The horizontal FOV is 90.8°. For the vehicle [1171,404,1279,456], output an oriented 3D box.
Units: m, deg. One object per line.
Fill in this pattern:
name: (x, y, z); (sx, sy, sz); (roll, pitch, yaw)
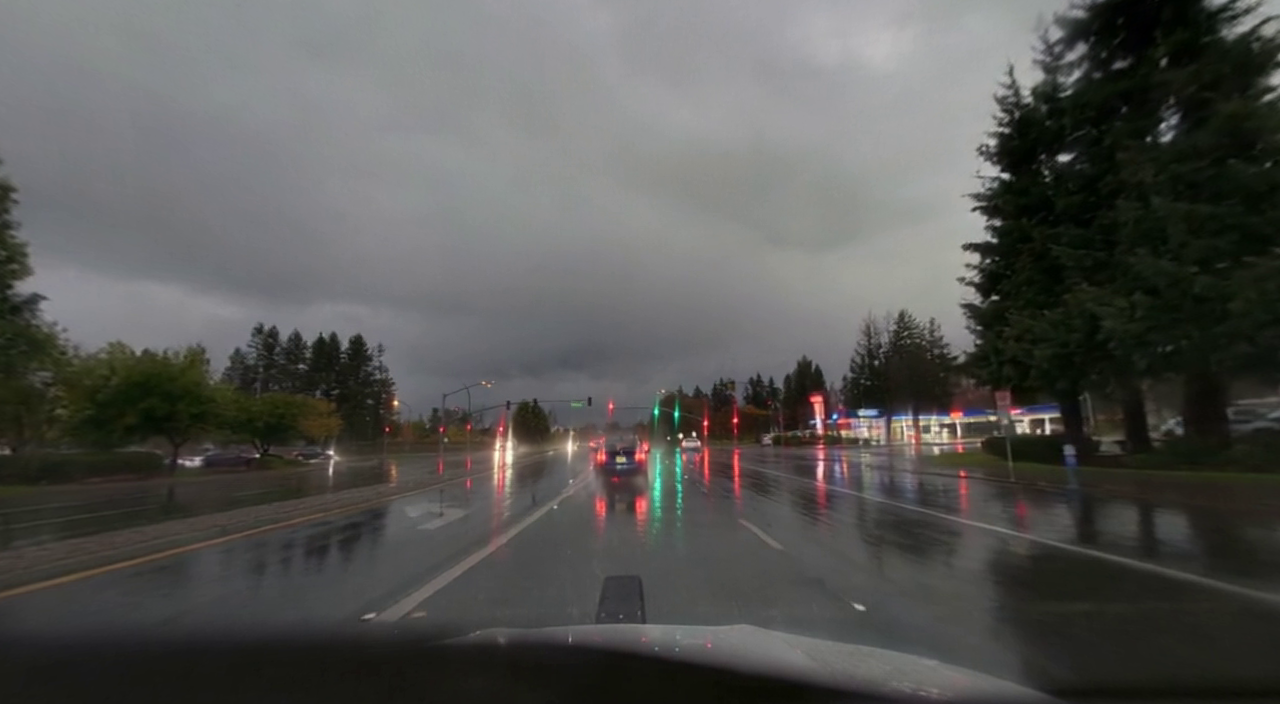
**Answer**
vehicle: (30.370, 4.003, 31.792); (2.305, 2.369, 5.485); (0, -8, -1)

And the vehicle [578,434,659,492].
vehicle: (-0.544, 3.081, 17.874); (2.040, 1.451, 3.736); (0, -8, 0)
